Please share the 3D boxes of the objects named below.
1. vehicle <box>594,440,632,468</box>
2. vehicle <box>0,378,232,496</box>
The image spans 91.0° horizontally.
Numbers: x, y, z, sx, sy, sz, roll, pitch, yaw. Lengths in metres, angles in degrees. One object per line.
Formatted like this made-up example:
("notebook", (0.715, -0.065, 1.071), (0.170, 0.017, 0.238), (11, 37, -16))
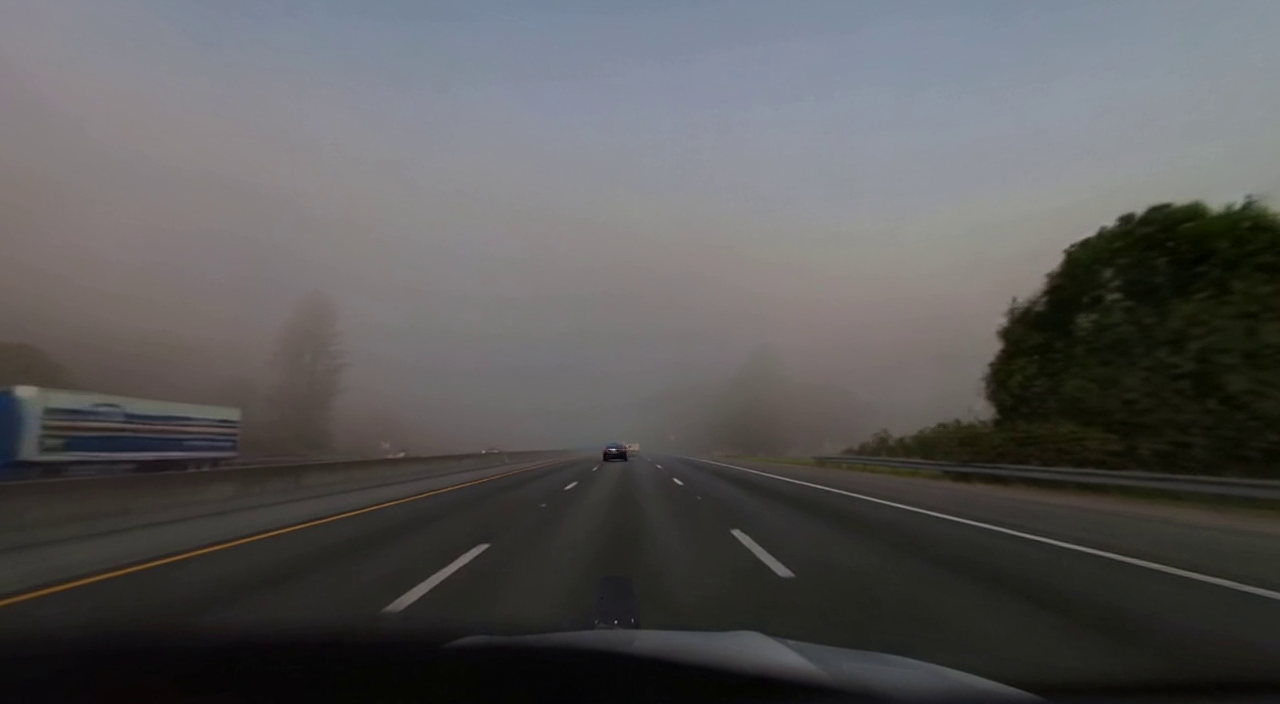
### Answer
("vehicle", (-1.587, 6.216, 38.570), (2.158, 1.562, 4.373), (0, -8, 0))
("vehicle", (-24.284, 3.849, 27.886), (3.438, 4.105, 13.442), (0, -8, 0))
